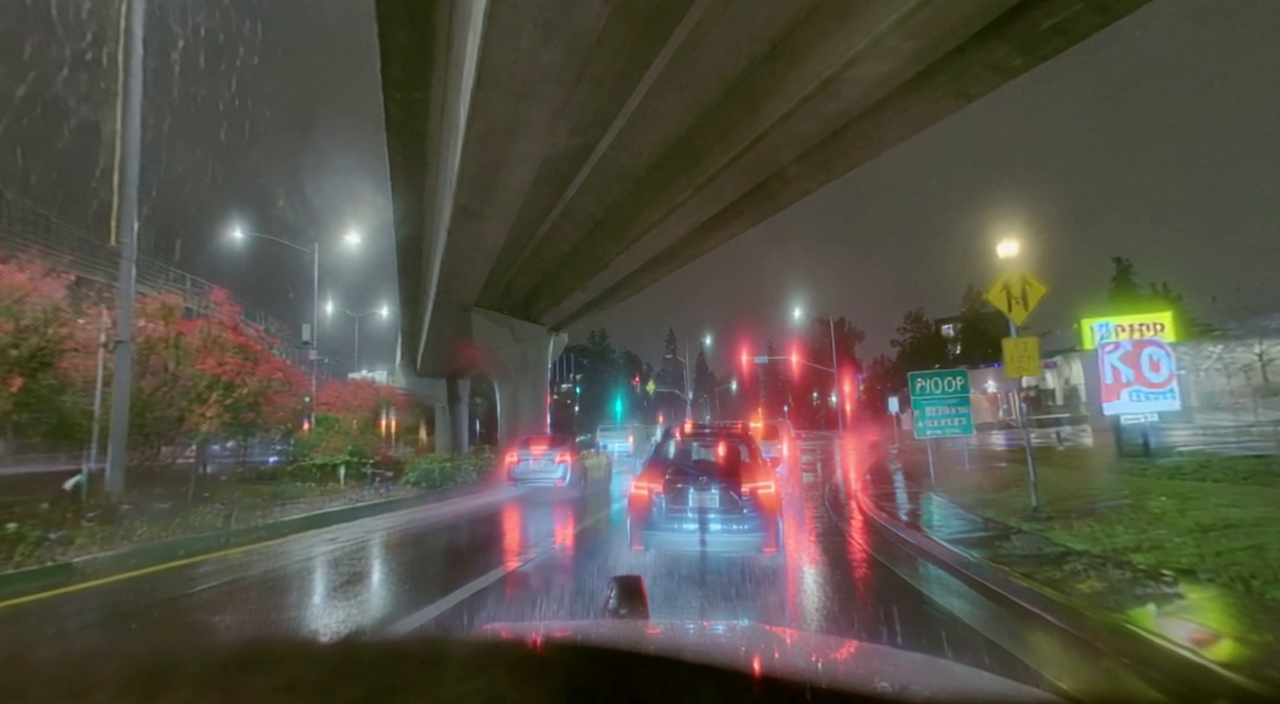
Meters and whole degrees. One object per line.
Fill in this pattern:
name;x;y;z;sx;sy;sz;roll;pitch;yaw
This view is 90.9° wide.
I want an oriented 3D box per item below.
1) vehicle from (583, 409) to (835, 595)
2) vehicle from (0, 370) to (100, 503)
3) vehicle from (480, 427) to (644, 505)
vehicle;0.919;1.624;7.751;2.195;1.571;4.353;-2;-8;9
vehicle;-24.412;2.632;18.272;13.064;3.755;3.269;0;-8;-13
vehicle;-1.579;2.607;14.929;2.214;1.519;4.704;-3;-9;15
